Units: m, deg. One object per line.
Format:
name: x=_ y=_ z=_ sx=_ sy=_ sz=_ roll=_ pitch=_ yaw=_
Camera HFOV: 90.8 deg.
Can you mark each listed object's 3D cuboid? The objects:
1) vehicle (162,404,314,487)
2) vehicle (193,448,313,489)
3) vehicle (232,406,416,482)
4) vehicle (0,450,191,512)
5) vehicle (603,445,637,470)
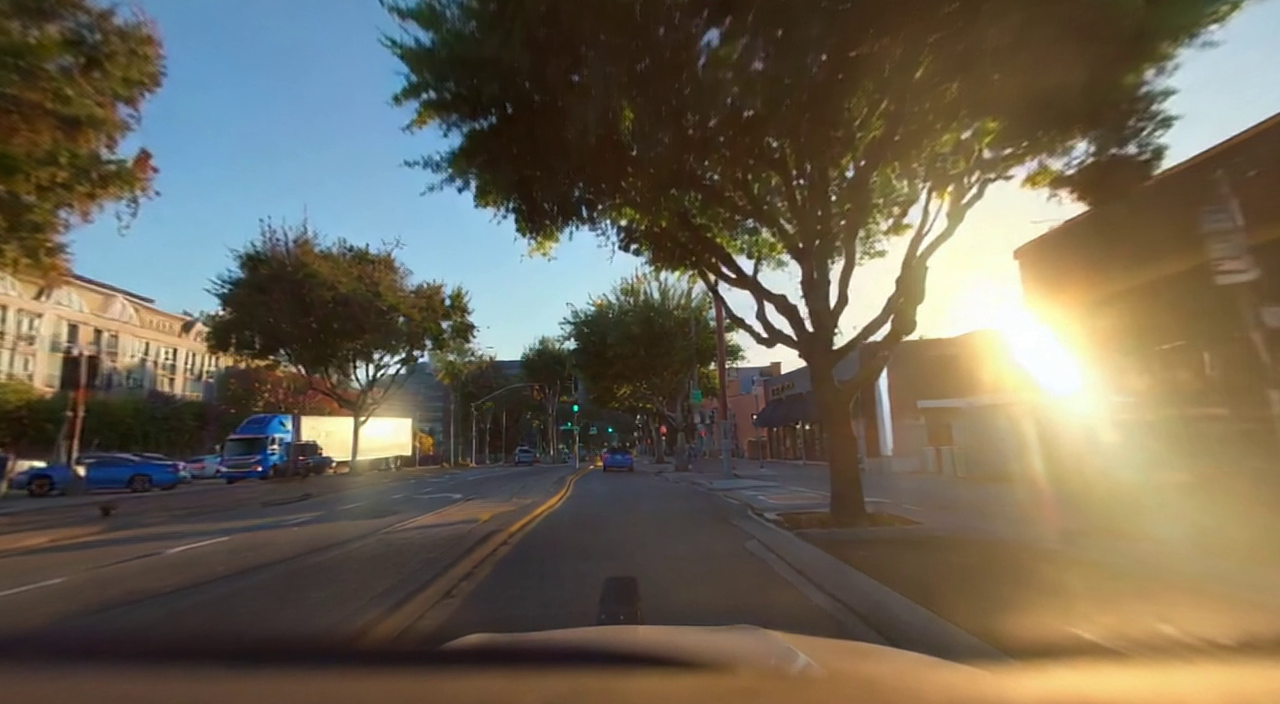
vehicle: x=-21.182 y=5.003 z=33.782 sx=3.045 sy=3.961 sz=6.104 roll=-3 pitch=-9 yaw=16
vehicle: x=-18.419 y=5.521 z=30.395 sx=1.988 sy=1.762 sz=4.653 roll=-3 pitch=-9 yaw=17
vehicle: x=-19.182 y=5.817 z=39.904 sx=2.792 sy=4.025 sz=11.784 roll=-3 pitch=-9 yaw=17
vehicle: x=-17.807 y=4.097 z=20.657 sx=2.101 sy=1.721 sz=4.587 roll=-3 pitch=-9 yaw=18
vehicle: x=-1.183 y=6.563 z=39.553 sx=2.006 sy=1.470 sz=3.799 roll=0 pitch=-9 yaw=0
